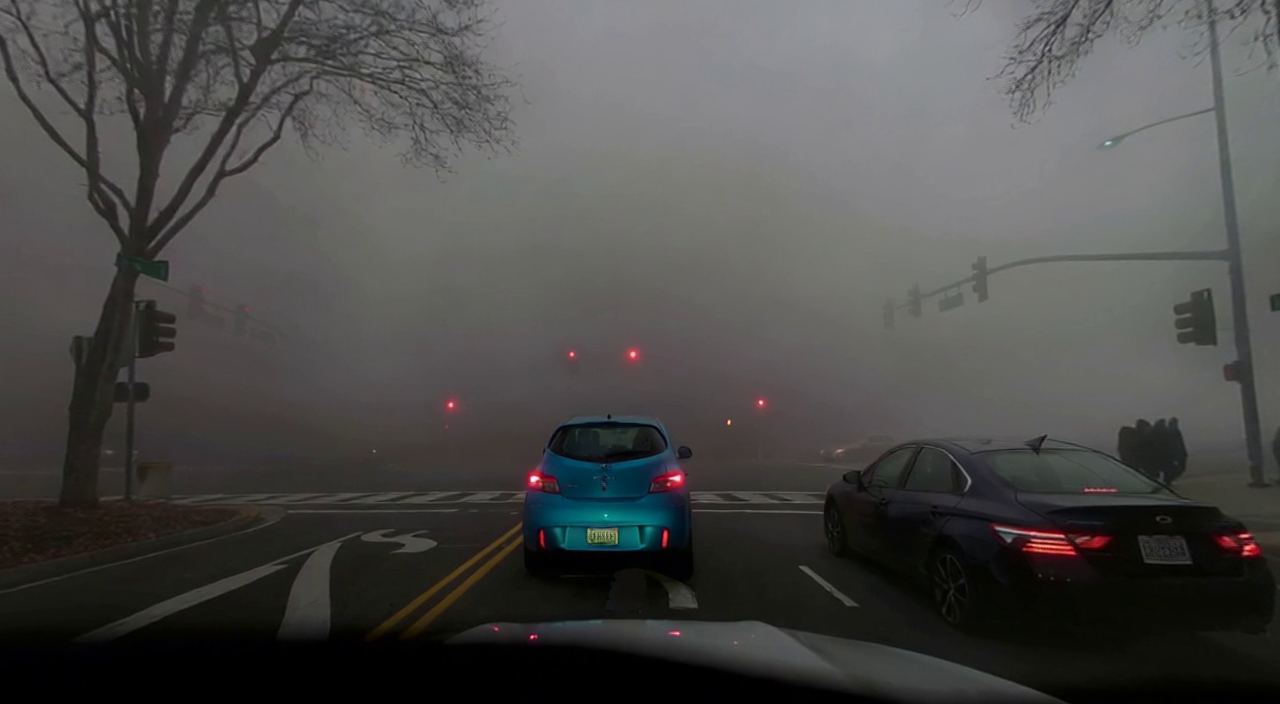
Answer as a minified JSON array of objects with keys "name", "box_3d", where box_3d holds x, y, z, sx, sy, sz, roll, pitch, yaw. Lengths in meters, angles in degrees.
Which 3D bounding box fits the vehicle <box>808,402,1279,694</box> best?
[{"name":"vehicle","box_3d":[3.170,1.405,5.793,1.932,1.562,4.629,0,-9,-1]}]

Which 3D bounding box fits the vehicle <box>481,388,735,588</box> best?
[{"name":"vehicle","box_3d":[-0.342,1.521,7.801,2.247,1.760,4.231,0,-9,-2]}]
